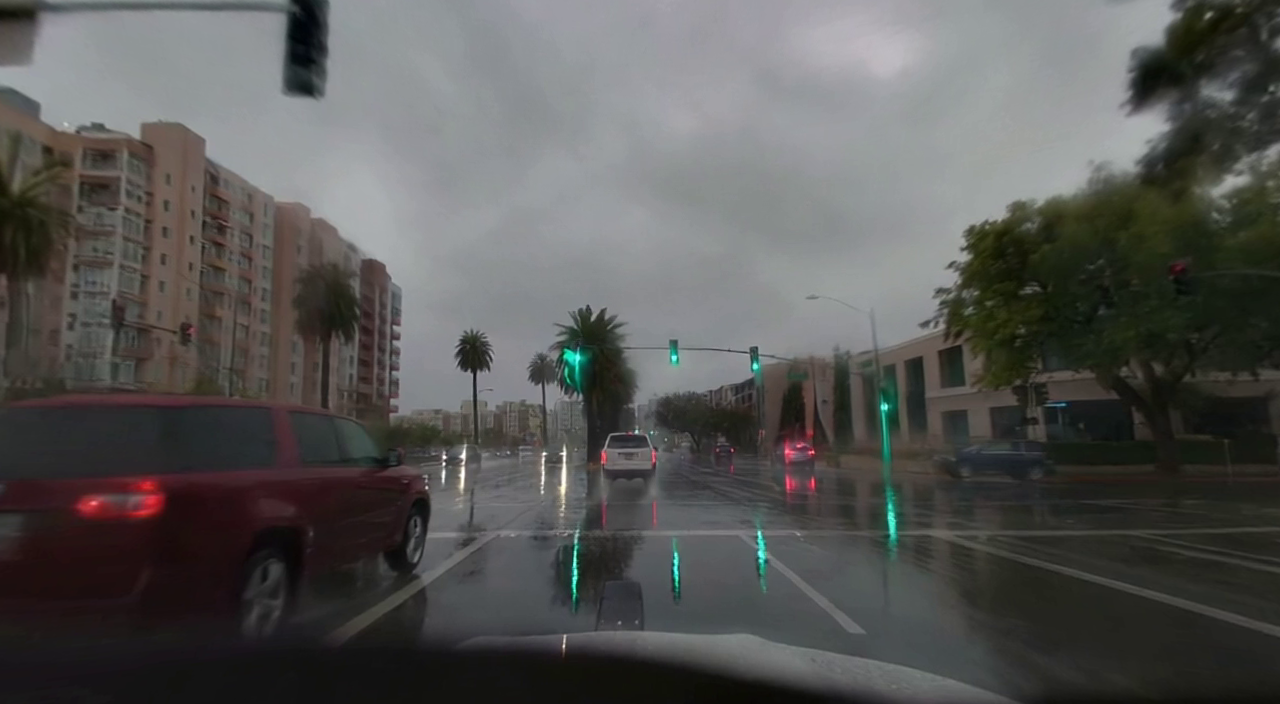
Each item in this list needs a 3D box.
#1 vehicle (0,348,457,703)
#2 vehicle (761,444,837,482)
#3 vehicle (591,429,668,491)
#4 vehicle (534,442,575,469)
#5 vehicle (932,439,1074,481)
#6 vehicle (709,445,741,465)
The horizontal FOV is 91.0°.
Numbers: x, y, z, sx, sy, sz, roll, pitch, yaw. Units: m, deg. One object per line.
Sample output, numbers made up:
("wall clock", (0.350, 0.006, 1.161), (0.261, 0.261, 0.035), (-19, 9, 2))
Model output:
("vehicle", (-3.425, 1.242, 5.440), (2.144, 1.796, 5.103), (0, -8, 0))
("vehicle", (6.717, 4.745, 27.197), (1.975, 1.483, 4.769), (0, -8, -1))
("vehicle", (-0.319, 3.535, 20.944), (2.277, 1.816, 4.192), (0, -8, 0))
("vehicle", (-5.342, 6.518, 39.790), (2.028, 1.489, 4.386), (-3, -8, -1))
("vehicle", (15.373, 4.580, 26.972), (4.722, 1.695, 2.121), (-2, -9, 11))
("vehicle", (6.429, 7.861, 48.108), (1.777, 1.443, 3.942), (0, -8, -2))
